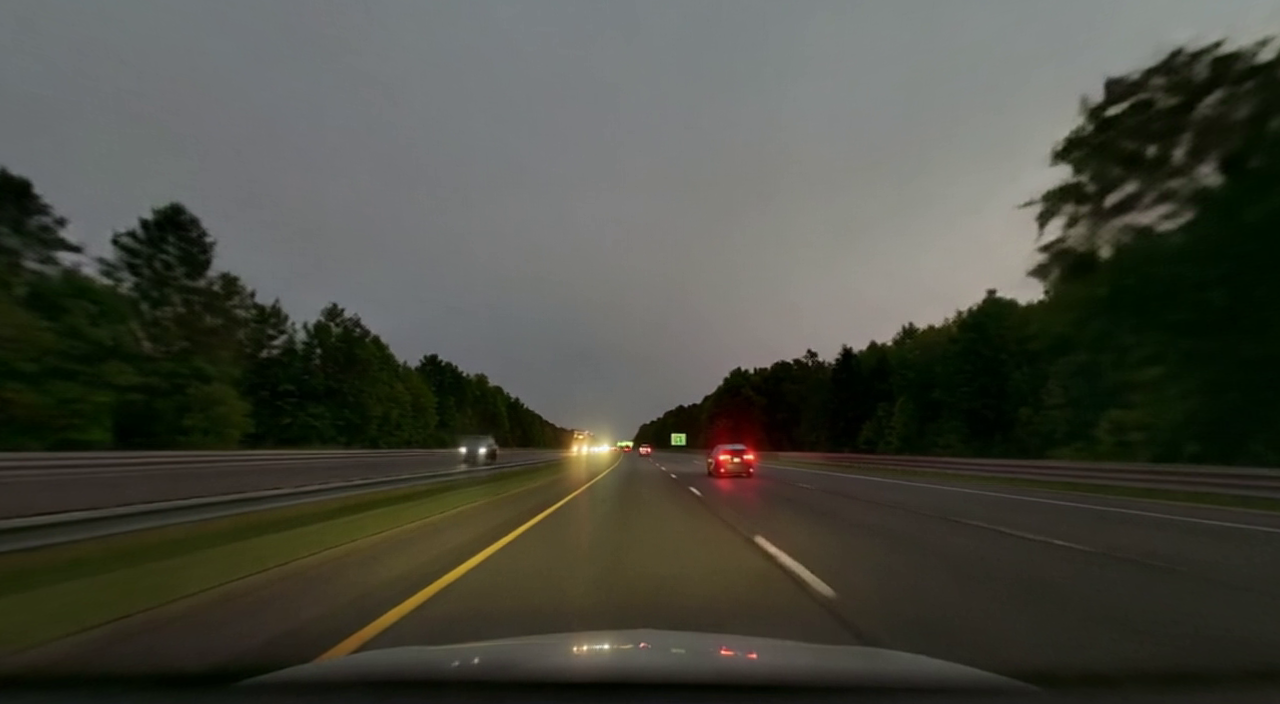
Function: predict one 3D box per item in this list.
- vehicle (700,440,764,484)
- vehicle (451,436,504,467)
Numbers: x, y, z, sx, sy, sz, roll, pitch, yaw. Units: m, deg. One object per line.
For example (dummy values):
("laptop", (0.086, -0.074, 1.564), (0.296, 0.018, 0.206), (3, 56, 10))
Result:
("vehicle", (3.753, 4.575, 26.519), (1.933, 1.663, 4.440), (0, -9, -2))
("vehicle", (-9.402, 5.772, 36.771), (1.934, 1.680, 4.388), (0, -9, -1))
